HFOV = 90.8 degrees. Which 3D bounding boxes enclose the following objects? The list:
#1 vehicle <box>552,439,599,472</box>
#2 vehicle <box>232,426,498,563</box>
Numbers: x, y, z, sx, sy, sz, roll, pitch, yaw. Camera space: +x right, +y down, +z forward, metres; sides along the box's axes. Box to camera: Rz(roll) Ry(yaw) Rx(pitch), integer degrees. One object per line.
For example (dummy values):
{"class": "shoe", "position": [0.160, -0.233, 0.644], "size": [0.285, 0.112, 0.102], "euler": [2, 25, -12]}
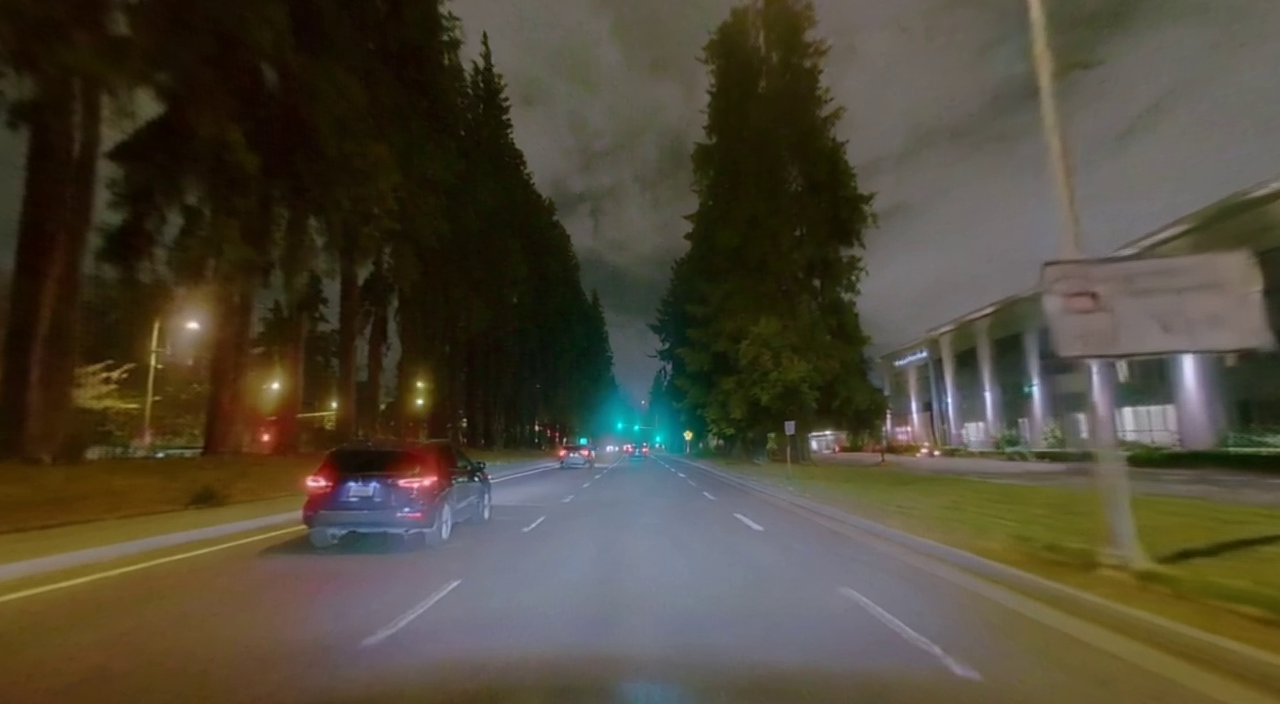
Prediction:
{"class": "vehicle", "position": [-3.326, 5.432, 33.256], "size": [1.942, 1.588, 4.172], "euler": [0, -9, 1]}
{"class": "vehicle", "position": [-3.497, 1.890, 9.128], "size": [1.862, 1.478, 4.369], "euler": [0, -9, 0]}
